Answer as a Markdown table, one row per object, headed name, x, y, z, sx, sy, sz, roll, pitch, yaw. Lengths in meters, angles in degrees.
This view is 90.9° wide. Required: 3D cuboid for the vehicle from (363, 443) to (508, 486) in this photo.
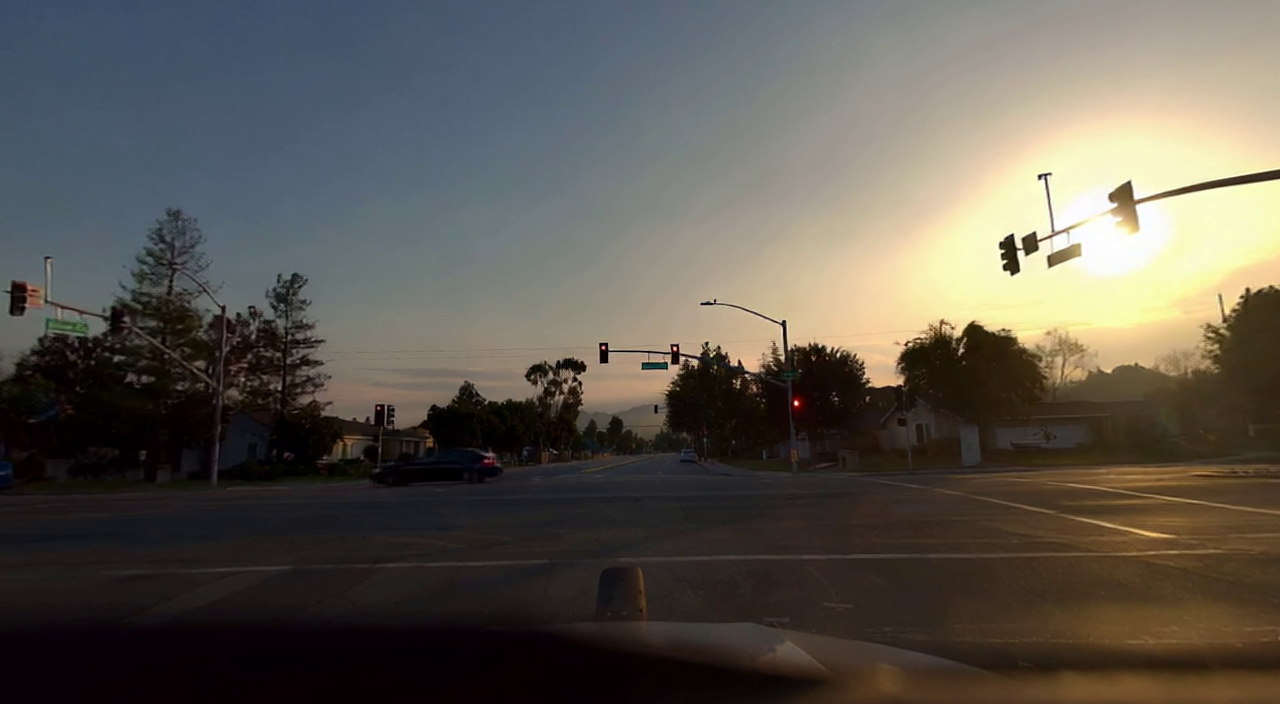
| name | x | y | z | sx | sy | sz | roll | pitch | yaw |
| --- | --- | --- | --- | --- | --- | --- | --- | --- | --- |
| vehicle | -7.236 | 4.011 | 22.656 | 4.562 | 1.460 | 1.822 | 0 | -8 | 0 |
